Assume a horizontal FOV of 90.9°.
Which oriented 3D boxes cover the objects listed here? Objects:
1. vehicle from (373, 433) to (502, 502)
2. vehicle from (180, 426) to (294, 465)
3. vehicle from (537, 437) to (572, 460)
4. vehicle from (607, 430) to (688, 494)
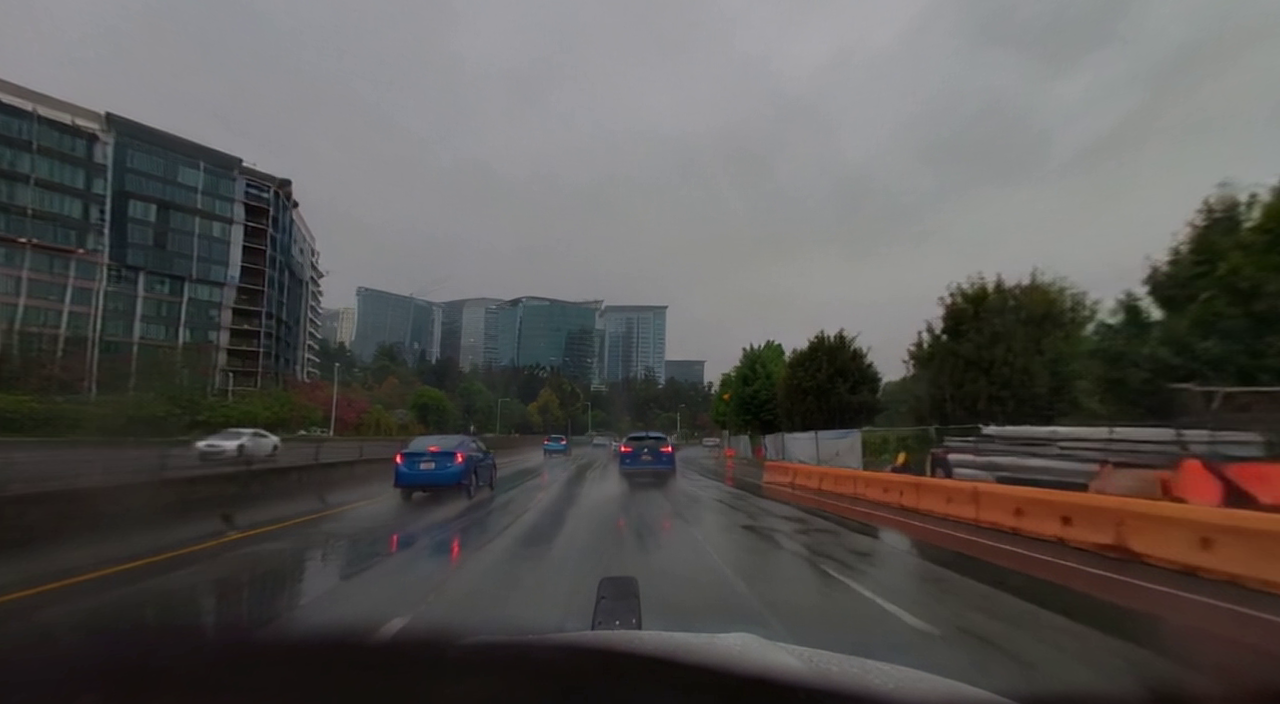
[{"bbox_3d":[-4.675,2.690,15.202,1.848,1.406,4.013,0,-8,-1],"label":"vehicle"},{"bbox_3d":[-15.920,3.715,25.185,1.758,1.383,4.409,0,-8,-2],"label":"vehicle"},{"bbox_3d":[-5.709,6.481,42.657,1.888,1.486,4.310,0,-8,-2],"label":"vehicle"},{"bbox_3d":[0.272,2.853,16.760,1.913,1.499,3.581,0,-8,3],"label":"vehicle"}]
